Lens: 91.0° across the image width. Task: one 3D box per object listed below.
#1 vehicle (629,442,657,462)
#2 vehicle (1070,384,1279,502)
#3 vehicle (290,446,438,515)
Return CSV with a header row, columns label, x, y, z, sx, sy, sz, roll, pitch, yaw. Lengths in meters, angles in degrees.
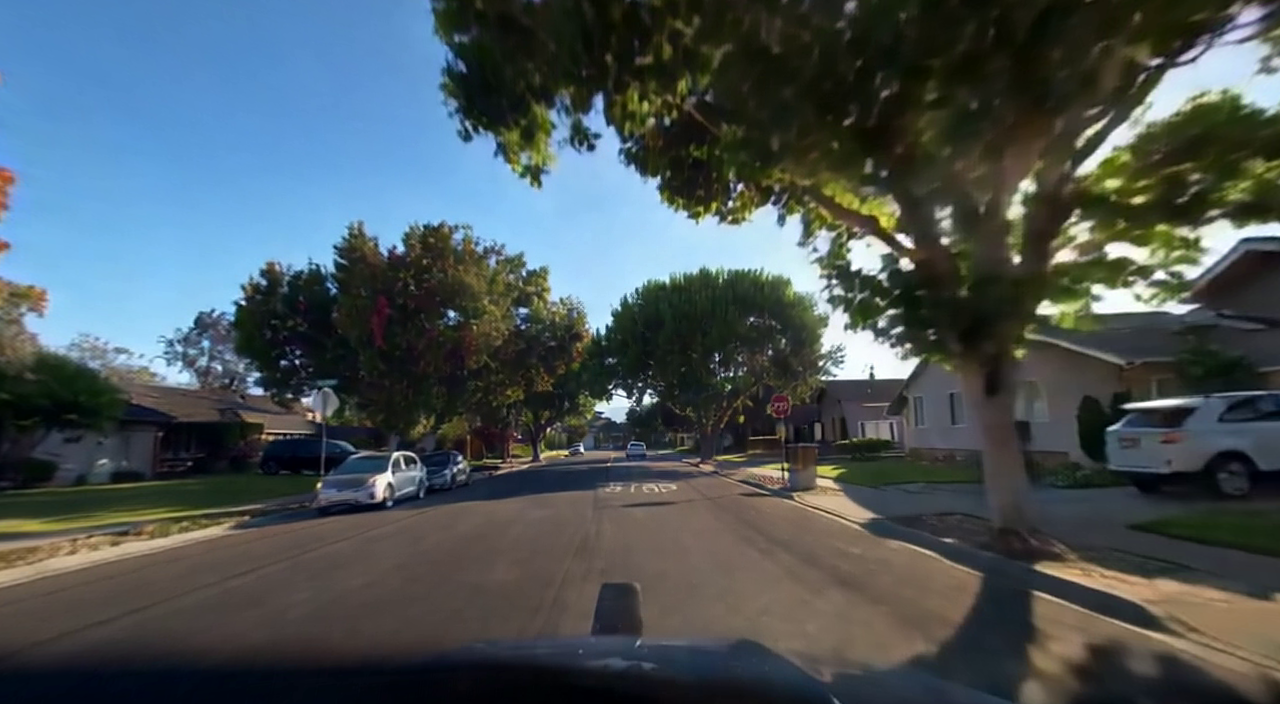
label,x,y,z,sx,sy,sz,roll,pitch,yaw
vehicle,0.260,7.718,48.794,2.043,1.484,4.340,0,-8,1
vehicle,11.314,1.620,11.239,5.585,1.892,2.198,0,-8,0
vehicle,-7.028,3.271,16.686,1.972,1.543,4.622,0,-8,-2
